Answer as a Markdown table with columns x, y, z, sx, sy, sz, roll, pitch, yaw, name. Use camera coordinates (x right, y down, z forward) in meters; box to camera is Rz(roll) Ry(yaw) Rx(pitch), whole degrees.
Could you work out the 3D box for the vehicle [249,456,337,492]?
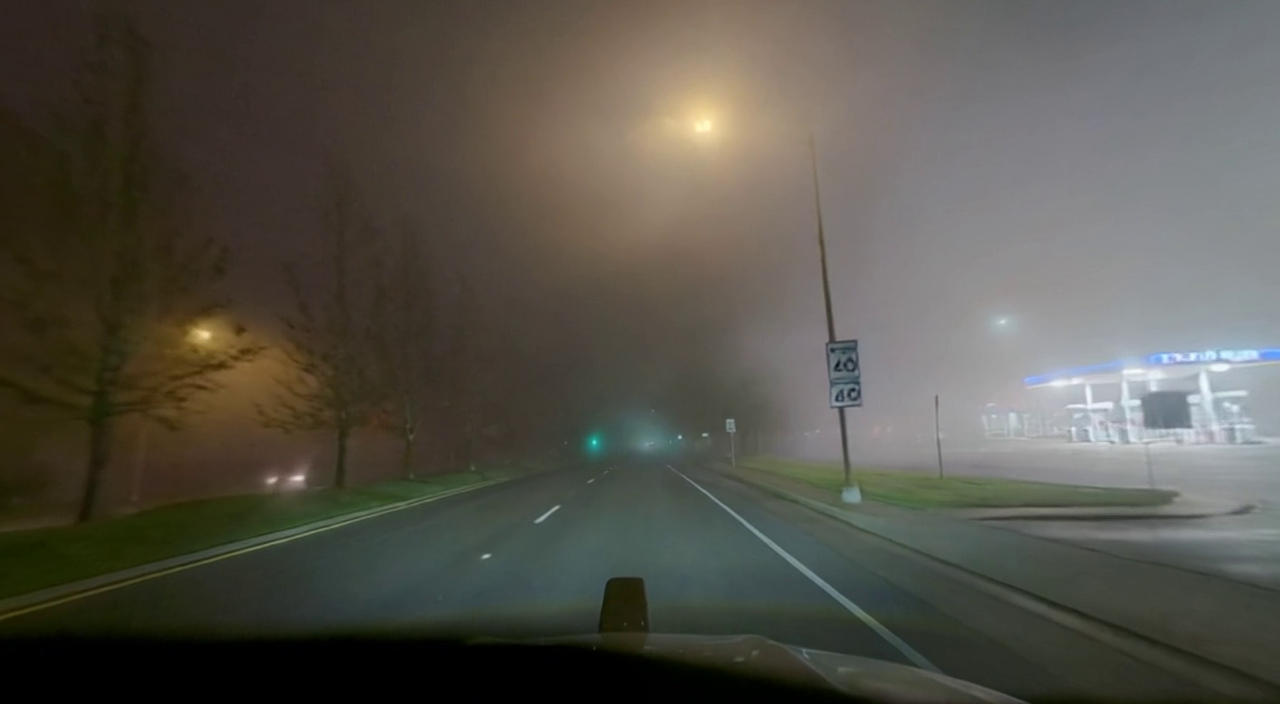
| x | y | z | sx | sy | sz | roll | pitch | yaw | name |
| --- | --- | --- | --- | --- | --- | --- | --- | --- | --- |
| -17.256 | 6.063 | 31.640 | 1.841 | 1.642 | 4.448 | 0 | -9 | 1 | vehicle |
